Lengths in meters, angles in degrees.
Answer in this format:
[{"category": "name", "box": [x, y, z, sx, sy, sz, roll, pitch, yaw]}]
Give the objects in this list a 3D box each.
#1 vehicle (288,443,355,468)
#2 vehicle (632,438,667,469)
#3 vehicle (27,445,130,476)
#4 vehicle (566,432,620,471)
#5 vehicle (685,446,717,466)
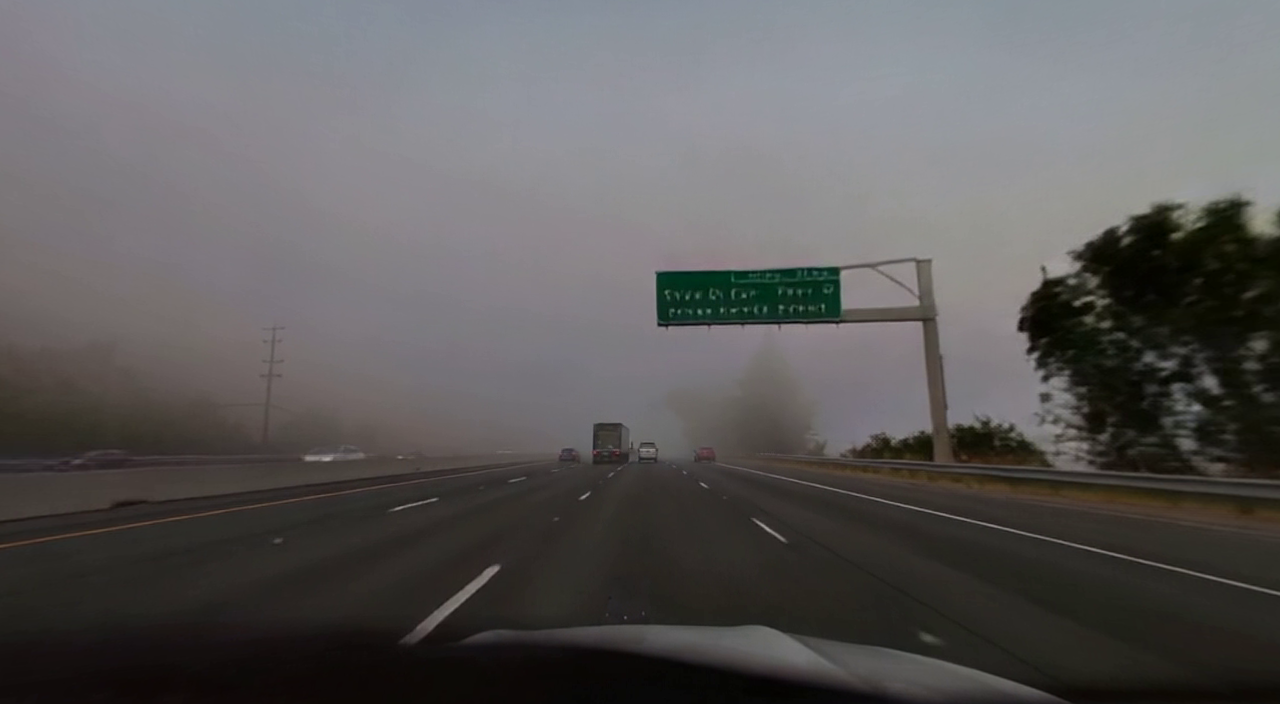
[{"category": "vehicle", "box": [-20.957, 6.841, 41.788, 1.943, 1.543, 4.715, 0, -9, 0]}, {"category": "vehicle", "box": [0.637, 6.982, 43.506, 2.309, 2.023, 5.130, 0, -8, 0]}, {"category": "vehicle", "box": [-35.354, 6.806, 39.931, 2.014, 1.835, 4.795, 0, -9, 1]}, {"category": "vehicle", "box": [-3.202, 7.377, 47.638, 2.854, 2.379, 16.653, -1, -8, 0]}, {"category": "vehicle", "box": [4.645, 7.956, 48.536, 1.993, 1.474, 4.230, 0, -9, -1]}]
